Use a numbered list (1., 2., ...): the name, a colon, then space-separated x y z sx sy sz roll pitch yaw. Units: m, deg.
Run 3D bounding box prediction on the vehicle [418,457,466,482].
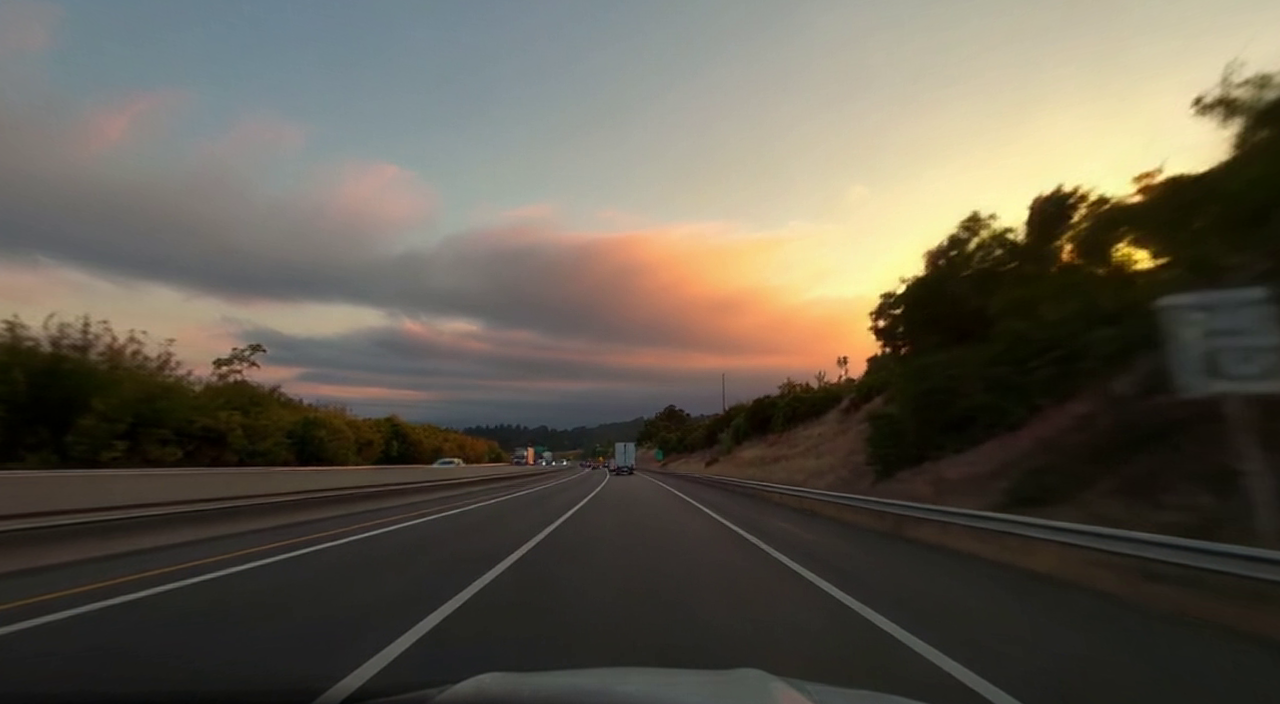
1. vehicle: -13.404 7.986 42.868 2.095 1.537 3.769 1 -11 -1
